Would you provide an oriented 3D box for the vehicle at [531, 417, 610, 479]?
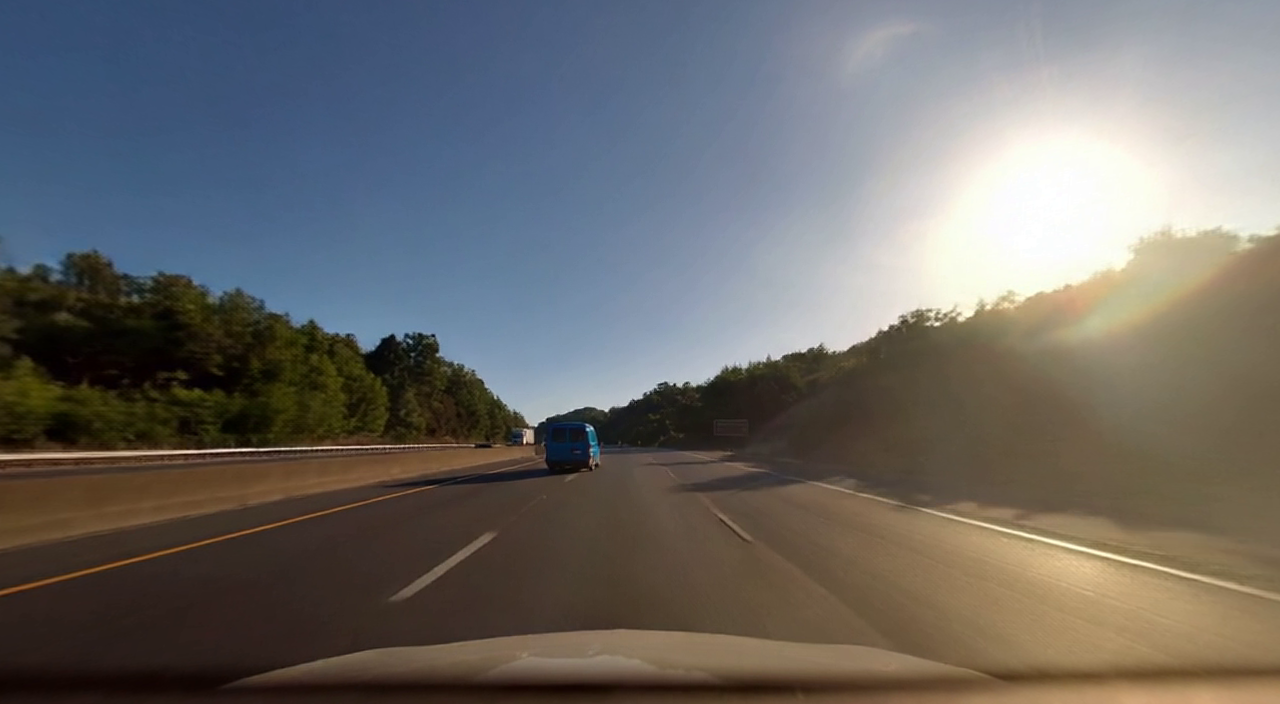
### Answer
[{"bbox_3d":[-2.363,3.429,22.790,2.297,2.011,4.736,0,-8,0],"label":"vehicle"}]
